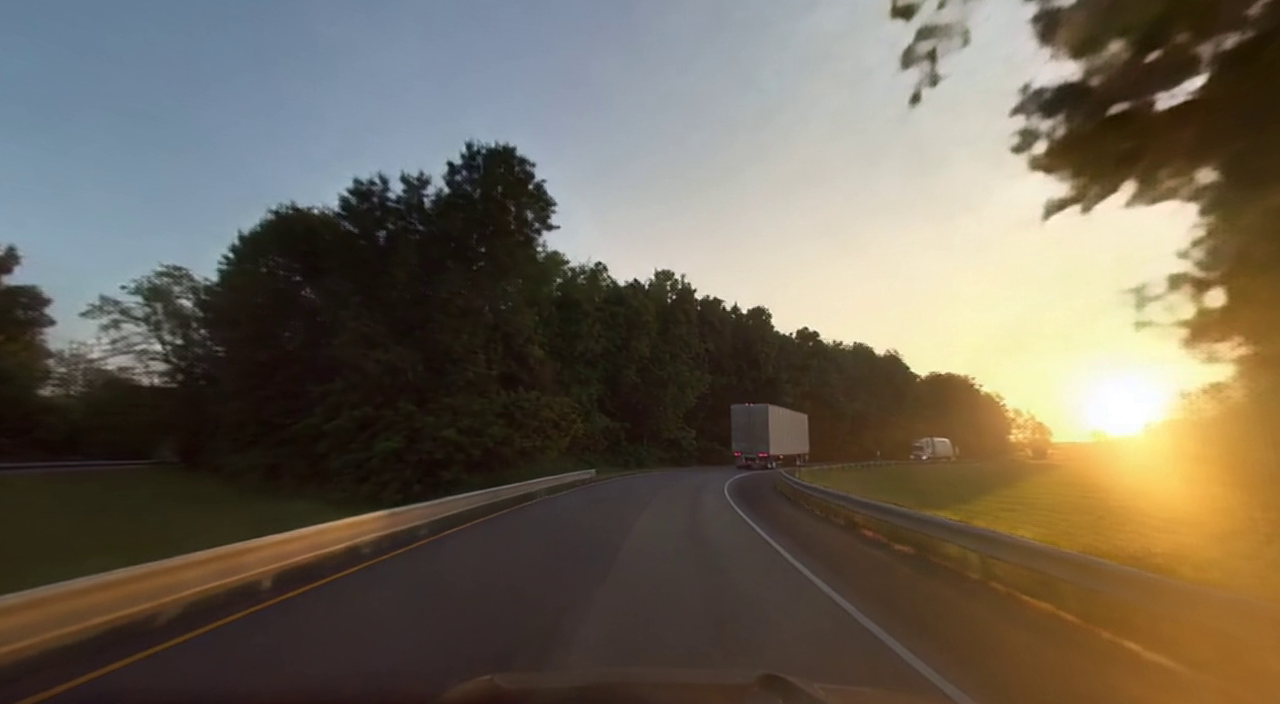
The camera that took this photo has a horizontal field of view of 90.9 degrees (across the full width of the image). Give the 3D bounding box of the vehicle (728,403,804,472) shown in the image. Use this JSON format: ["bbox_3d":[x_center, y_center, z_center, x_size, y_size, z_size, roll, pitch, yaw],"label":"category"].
[{"bbox_3d":[9.427,6.323,45.429,3.087,4.178,13.682,-3,-10,20],"label":"vehicle"}]
